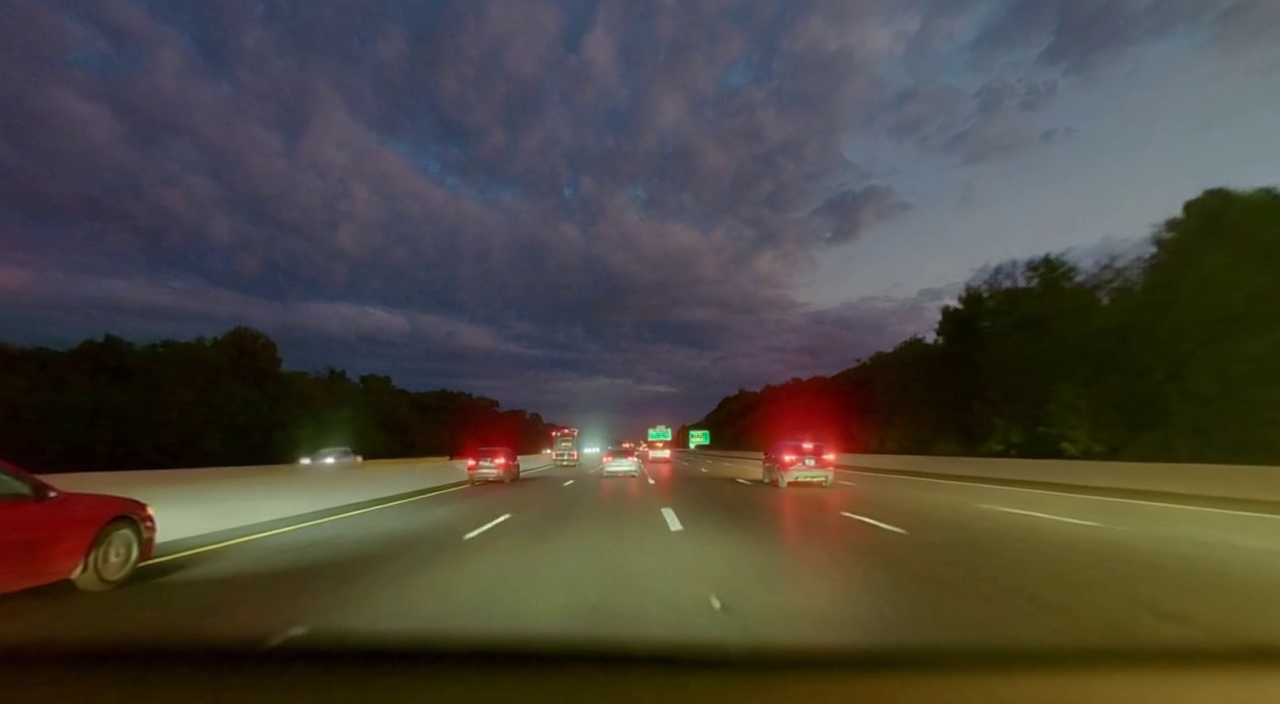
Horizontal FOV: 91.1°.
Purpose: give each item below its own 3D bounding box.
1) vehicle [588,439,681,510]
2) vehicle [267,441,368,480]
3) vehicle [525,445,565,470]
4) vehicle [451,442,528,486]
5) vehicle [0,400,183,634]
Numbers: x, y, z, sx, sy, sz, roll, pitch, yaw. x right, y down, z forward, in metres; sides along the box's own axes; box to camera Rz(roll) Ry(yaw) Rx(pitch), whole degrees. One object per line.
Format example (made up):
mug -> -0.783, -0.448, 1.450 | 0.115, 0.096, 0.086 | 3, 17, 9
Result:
vehicle -> -0.153, 2.823, 14.913 | 1.940, 1.451, 3.512 | 0, -9, -1
vehicle -> -14.291, 4.822, 28.208 | 2.121, 1.609, 4.678 | 0, -9, -1
vehicle -> -5.790, 6.454, 38.623 | 1.814, 1.417, 3.860 | 0, -9, 0
vehicle -> -5.517, 4.157, 23.641 | 1.892, 1.481, 4.180 | 0, -9, 0
vehicle -> -5.523, 1.115, 4.088 | 2.058, 1.626, 4.118 | 0, -9, -2
